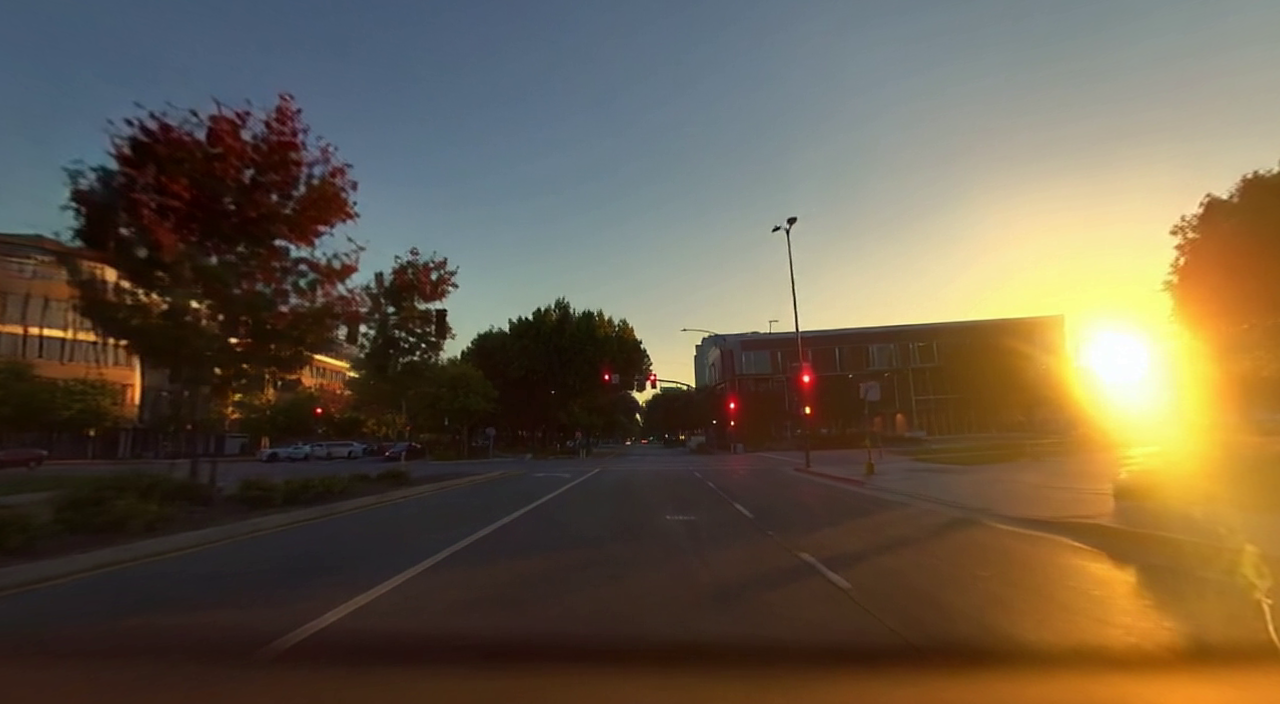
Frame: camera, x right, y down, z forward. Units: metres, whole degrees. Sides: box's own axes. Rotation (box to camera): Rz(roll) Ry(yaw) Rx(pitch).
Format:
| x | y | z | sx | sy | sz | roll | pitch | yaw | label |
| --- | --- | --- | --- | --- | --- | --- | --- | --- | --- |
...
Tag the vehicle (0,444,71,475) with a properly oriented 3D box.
| x | y | z | sx | sy | sz | roll | pitch | yaw | label |
| --- | --- | --- | --- | --- | --- | --- | --- | --- | --- |
| -32.144 | 5.433 | 32.063 | 1.852 | 1.485 | 4.683 | 0 | -9 | 1 | vehicle |
